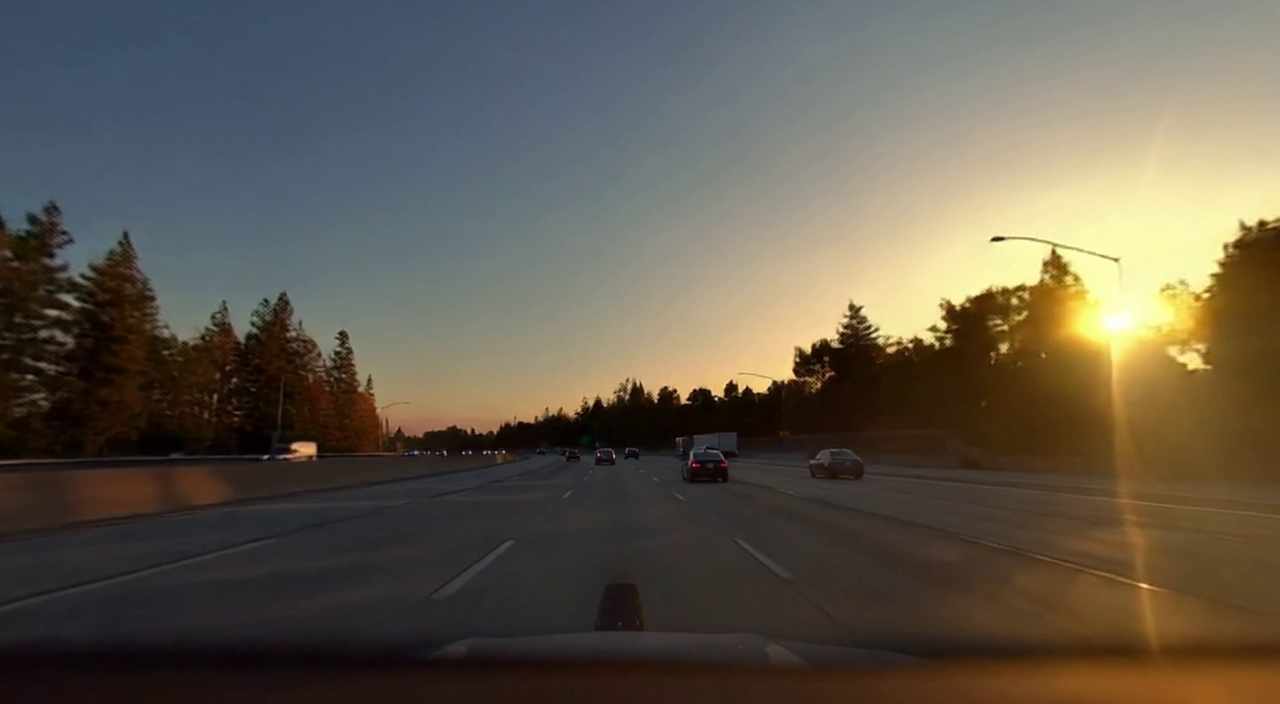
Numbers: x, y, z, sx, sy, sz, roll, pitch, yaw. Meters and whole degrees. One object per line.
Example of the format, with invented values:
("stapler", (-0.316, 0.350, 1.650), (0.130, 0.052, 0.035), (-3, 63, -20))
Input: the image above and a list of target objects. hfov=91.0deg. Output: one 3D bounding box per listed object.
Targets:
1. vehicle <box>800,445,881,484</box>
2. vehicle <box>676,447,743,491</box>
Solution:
("vehicle", (9.175, 5.195, 29.285), (1.909, 1.634, 4.739), (0, -9, -3))
("vehicle", (2.635, 4.561, 24.780), (1.975, 1.562, 3.823), (0, -9, -3))
